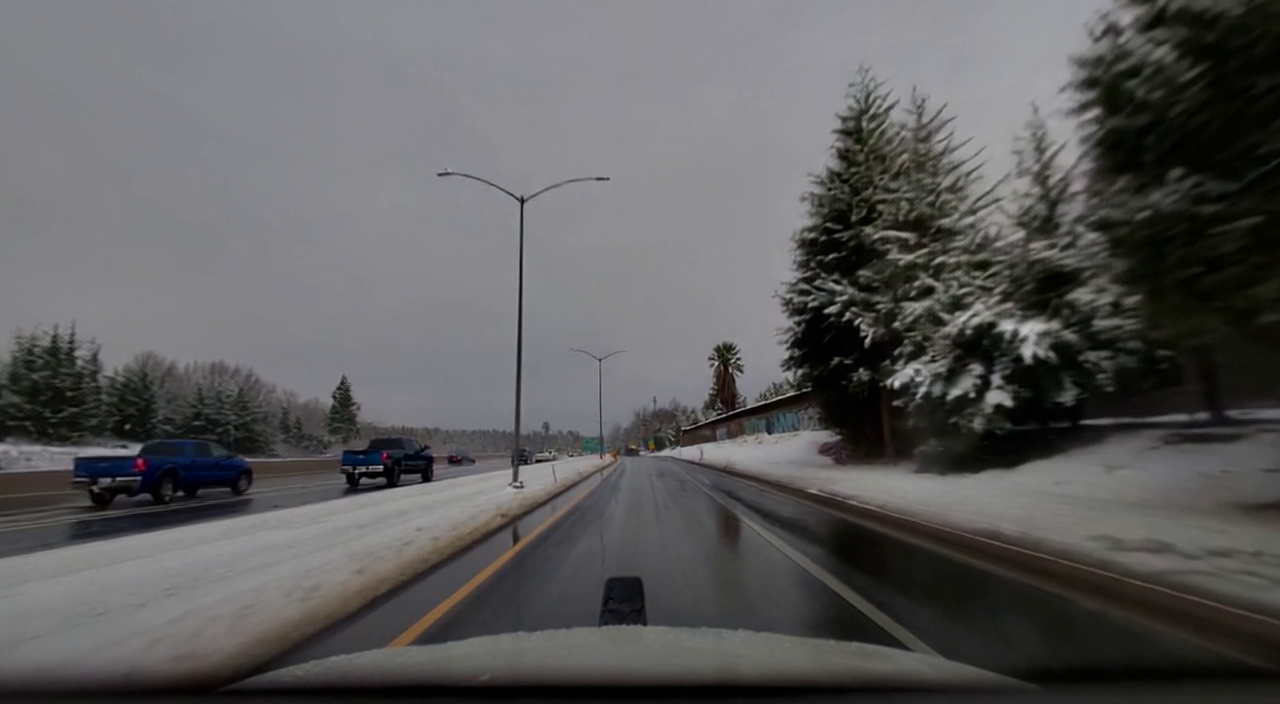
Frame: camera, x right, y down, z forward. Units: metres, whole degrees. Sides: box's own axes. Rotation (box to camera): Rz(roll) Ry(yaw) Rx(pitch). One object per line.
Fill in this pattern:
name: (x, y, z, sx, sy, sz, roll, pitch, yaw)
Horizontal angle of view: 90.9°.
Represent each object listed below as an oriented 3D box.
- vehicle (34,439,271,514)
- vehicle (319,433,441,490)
vehicle: (-14.117, 3.598, 18.988, 2.272, 1.882, 5.941, 0, -9, 1)
vehicle: (-10.117, 4.313, 25.202, 2.342, 1.999, 5.594, 0, -9, 1)
